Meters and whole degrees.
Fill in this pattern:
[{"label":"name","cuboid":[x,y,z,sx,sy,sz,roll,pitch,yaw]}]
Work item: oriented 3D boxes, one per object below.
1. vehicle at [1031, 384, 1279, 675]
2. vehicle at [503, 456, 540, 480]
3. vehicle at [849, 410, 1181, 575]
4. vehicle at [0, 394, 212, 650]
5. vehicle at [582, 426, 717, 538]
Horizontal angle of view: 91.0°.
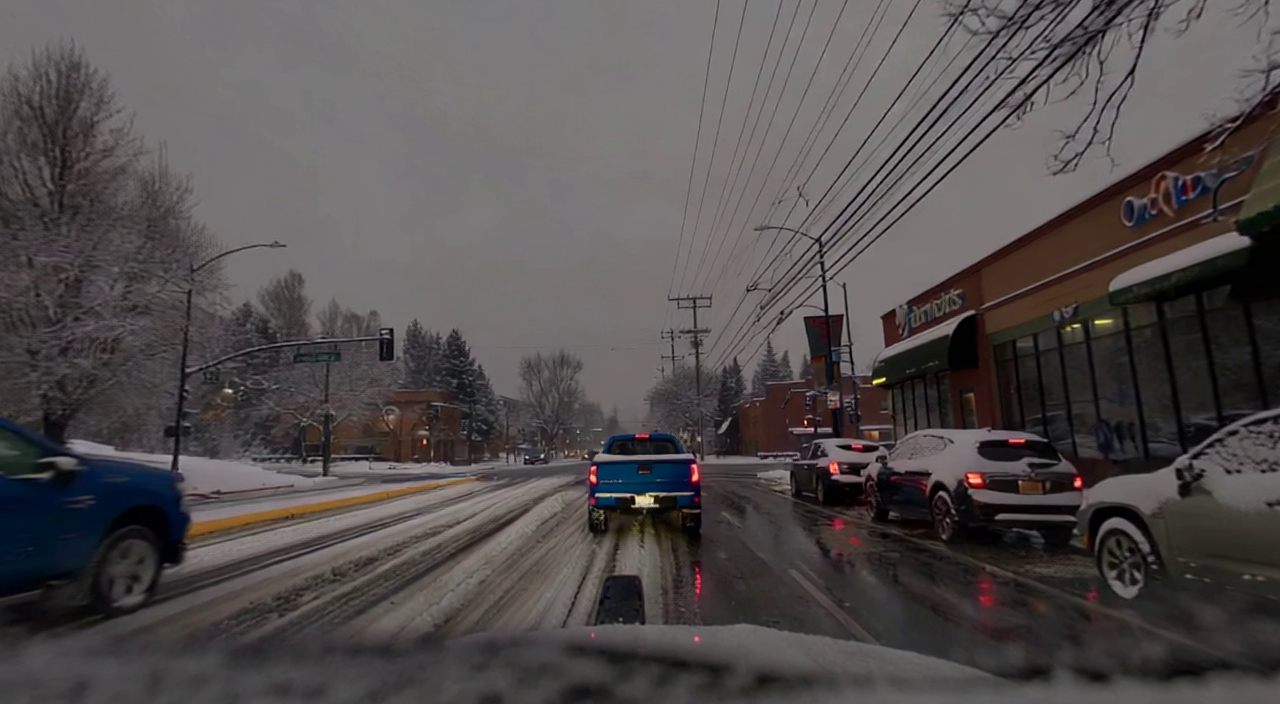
[{"label":"vehicle","cuboid":[4.902,1.094,3.889,2.014,1.755,4.520,0,-9,0]},{"label":"vehicle","cuboid":[-9.051,8.868,48.418,1.968,1.654,4.292,0,-9,1]},{"label":"vehicle","cuboid":[4.936,1.912,9.416,2.007,1.786,4.870,0,-9,1]},{"label":"vehicle","cuboid":[-5.638,1.081,3.754,2.140,1.768,5.092,-1,-9,7]},{"label":"vehicle","cuboid":[0.142,2.375,12.144,2.089,1.699,4.650,0,-9,0]}]
